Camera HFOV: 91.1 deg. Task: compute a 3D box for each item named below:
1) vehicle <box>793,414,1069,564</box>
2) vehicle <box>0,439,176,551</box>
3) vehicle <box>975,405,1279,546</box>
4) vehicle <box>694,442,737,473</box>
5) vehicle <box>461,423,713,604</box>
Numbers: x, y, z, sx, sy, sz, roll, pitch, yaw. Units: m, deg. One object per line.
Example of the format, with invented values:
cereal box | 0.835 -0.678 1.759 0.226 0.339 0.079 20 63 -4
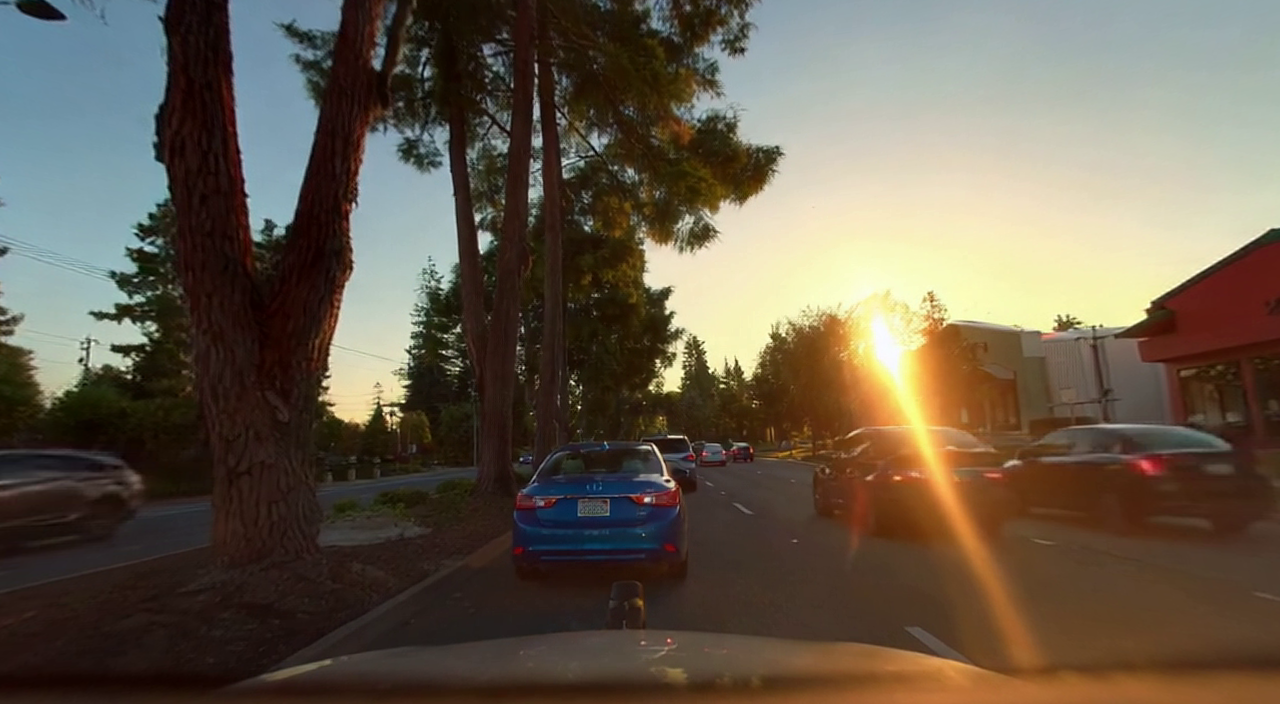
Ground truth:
vehicle | 3.730 1.827 9.125 1.971 1.637 4.317 0 -9 1
vehicle | -12.083 2.602 11.771 2.257 1.904 5.751 0 -9 1
vehicle | 7.610 1.864 10.051 2.064 1.747 4.372 0 -9 1
vehicle | 4.274 6.034 36.108 1.946 1.648 4.230 0 -9 1
vehicle | -0.454 1.668 7.368 2.111 1.506 4.018 0 -8 0
